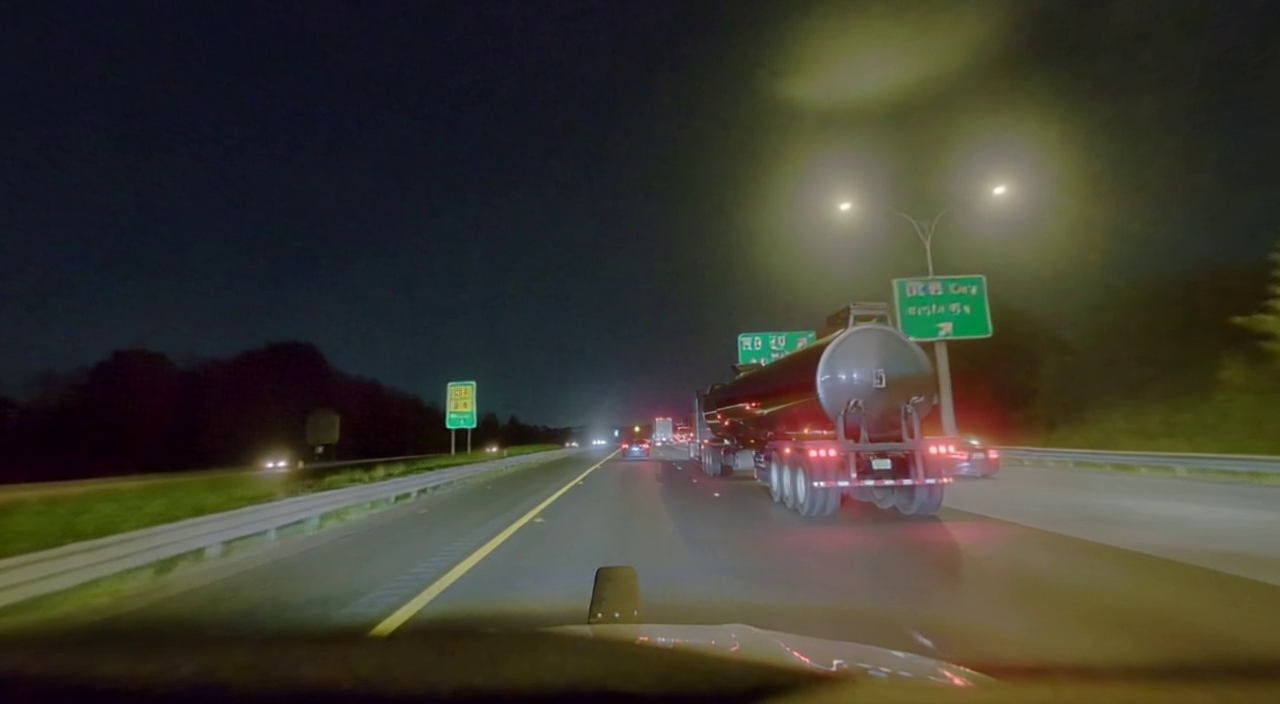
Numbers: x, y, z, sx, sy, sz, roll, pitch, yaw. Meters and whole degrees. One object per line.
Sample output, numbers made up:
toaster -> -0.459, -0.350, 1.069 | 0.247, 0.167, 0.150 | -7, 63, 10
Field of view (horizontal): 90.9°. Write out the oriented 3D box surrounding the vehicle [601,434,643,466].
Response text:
vehicle -> -0.867, 4.902, 31.773 | 2.000, 1.510, 3.518 | 0, -8, -1

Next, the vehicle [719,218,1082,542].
vehicle -> 3.640, 0.899, 12.176 | 2.826, 3.905, 9.262 | 0, -8, -1

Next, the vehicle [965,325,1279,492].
vehicle -> 15.259, 2.051, 20.699 | 2.878, 4.124, 10.050 | 1, -8, -6
